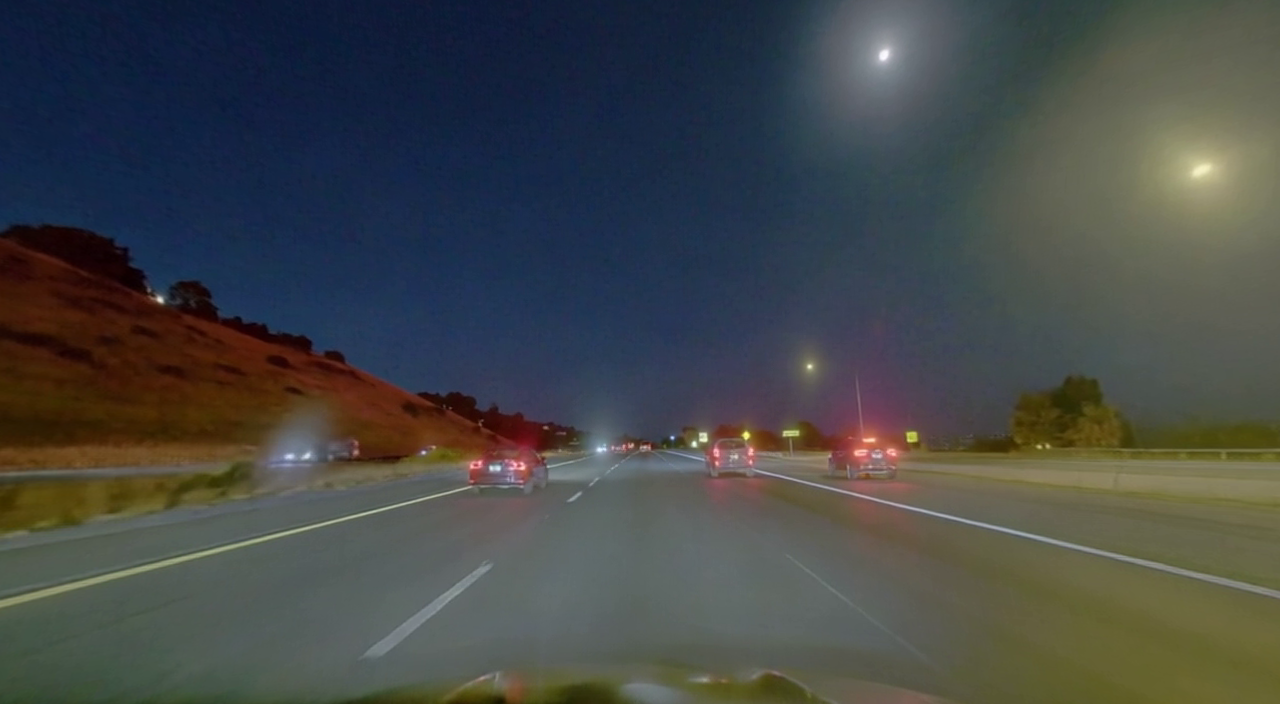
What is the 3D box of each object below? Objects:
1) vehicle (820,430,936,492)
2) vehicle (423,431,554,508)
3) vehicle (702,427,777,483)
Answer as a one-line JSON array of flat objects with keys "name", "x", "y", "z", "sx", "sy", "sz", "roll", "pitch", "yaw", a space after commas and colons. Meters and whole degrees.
[{"name": "vehicle", "x": 7.394, "y": 3.430, "z": 20.166, "sx": 1.998, "sy": 1.717, "sz": 4.338, "roll": 0, "pitch": -8, "yaw": 0}, {"name": "vehicle", "x": -3.654, "y": 2.934, "z": 16.198, "sx": 2.166, "sy": 1.672, "sz": 4.388, "roll": -1, "pitch": -8, "yaw": 1}, {"name": "vehicle", "x": 3.728, "y": 3.978, "z": 24.671, "sx": 2.121, "sy": 1.925, "sz": 5.056, "roll": 0, "pitch": -8, "yaw": 0}]
